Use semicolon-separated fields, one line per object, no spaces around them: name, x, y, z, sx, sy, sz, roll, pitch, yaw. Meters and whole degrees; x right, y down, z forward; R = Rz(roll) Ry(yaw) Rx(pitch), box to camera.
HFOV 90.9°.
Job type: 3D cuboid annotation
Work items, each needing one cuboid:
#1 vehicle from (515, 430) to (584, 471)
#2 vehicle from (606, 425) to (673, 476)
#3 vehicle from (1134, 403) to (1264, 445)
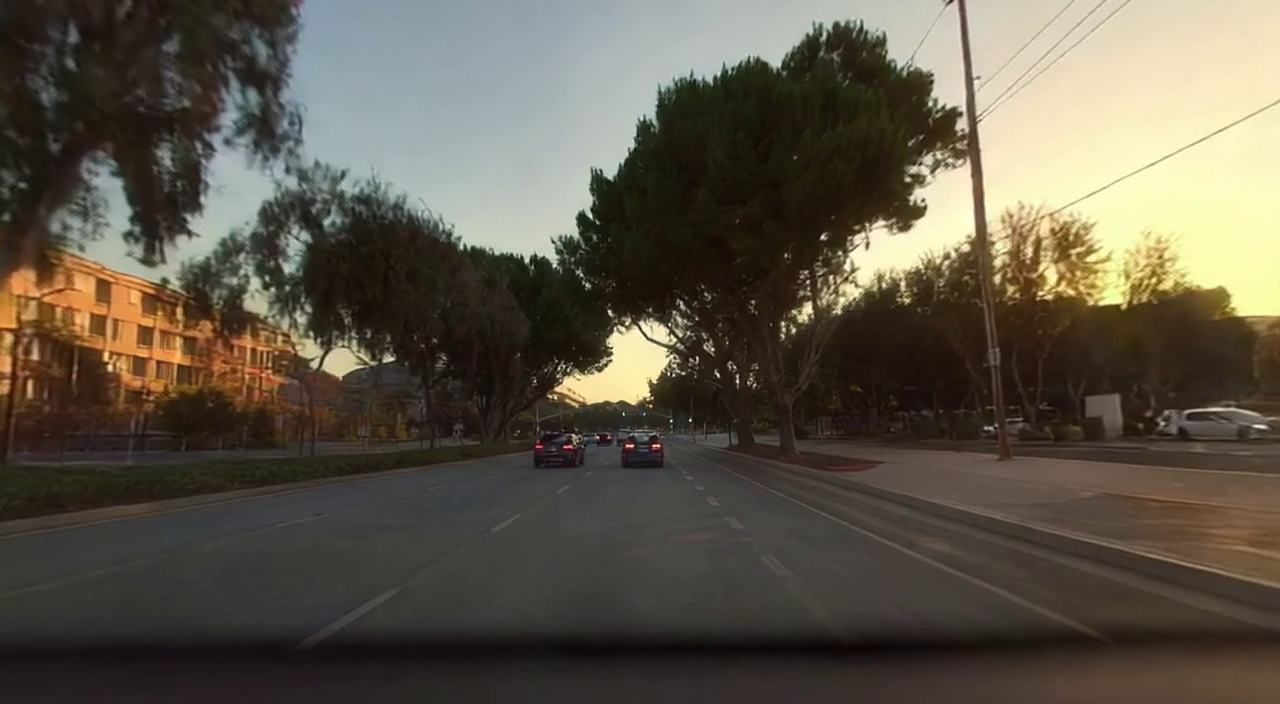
vehicle;-3.542;3.978;25.642;1.942;1.462;4.905;0;-8;2
vehicle;-0.007;3.553;22.948;2.199;1.652;4.101;0;-8;0
vehicle;22.012;2.945;25.121;1.833;1.471;4.656;-2;-9;14
